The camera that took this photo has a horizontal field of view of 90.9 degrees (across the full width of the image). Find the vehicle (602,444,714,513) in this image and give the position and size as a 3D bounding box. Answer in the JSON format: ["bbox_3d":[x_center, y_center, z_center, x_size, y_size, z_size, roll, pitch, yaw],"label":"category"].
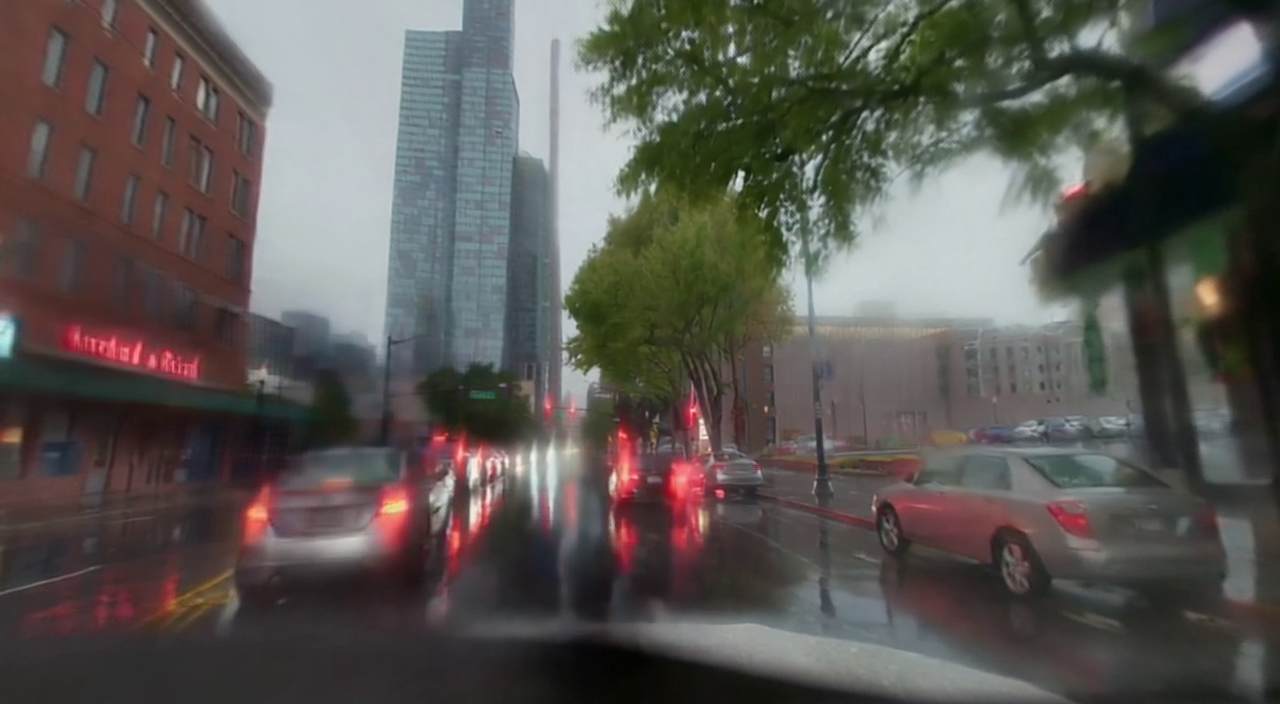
[{"bbox_3d":[0.274,3.097,16.041,2.150,1.464,4.467,1,-9,-7],"label":"vehicle"}]

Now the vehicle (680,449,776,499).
[{"bbox_3d":[2.784,3.988,21.087,1.956,1.446,4.537,1,-9,-8],"label":"vehicle"}]

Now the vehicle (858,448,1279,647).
[{"bbox_3d":[4.322,1.892,7.170,1.986,1.555,3.879,1,-9,-5],"label":"vehicle"}]

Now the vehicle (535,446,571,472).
[{"bbox_3d":[-5.422,6.666,39.532,2.102,1.521,4.078,1,-9,-7],"label":"vehicle"}]

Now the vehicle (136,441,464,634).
[{"bbox_3d":[-3.248,1.762,7.242,2.169,1.427,4.531,2,-9,-13],"label":"vehicle"}]

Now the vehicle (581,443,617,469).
[{"bbox_3d":[-3.142,7.772,47.444,2.418,1.816,4.300,1,-9,-7],"label":"vehicle"}]
